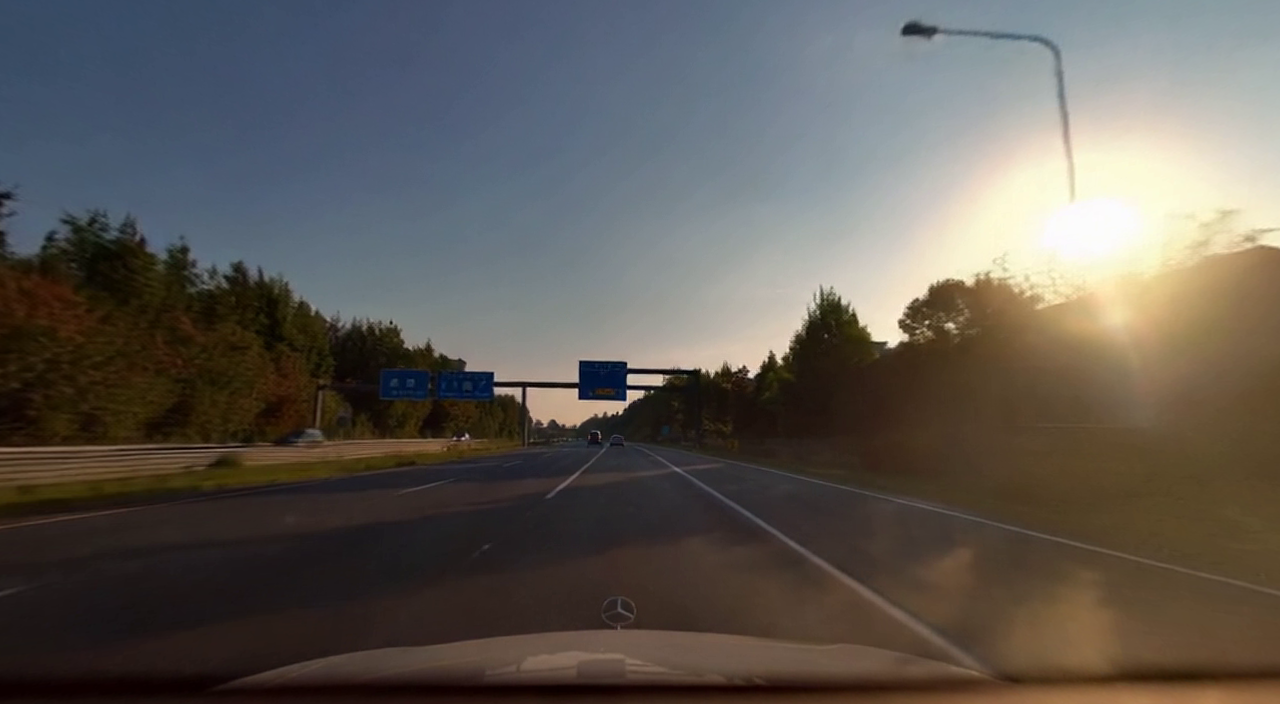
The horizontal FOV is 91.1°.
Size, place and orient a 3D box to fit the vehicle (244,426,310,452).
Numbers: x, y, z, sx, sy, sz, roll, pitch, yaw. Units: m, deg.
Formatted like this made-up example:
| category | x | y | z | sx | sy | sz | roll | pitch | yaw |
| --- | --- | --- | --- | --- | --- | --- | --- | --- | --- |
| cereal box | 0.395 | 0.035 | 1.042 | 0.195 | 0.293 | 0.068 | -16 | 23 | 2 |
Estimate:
| category | x | y | z | sx | sy | sz | roll | pitch | yaw |
| --- | --- | --- | --- | --- | --- | --- | --- | --- | --- |
| vehicle | -25.627 | 6.170 | 44.593 | 1.972 | 1.731 | 4.584 | 0 | -8 | -1 |
